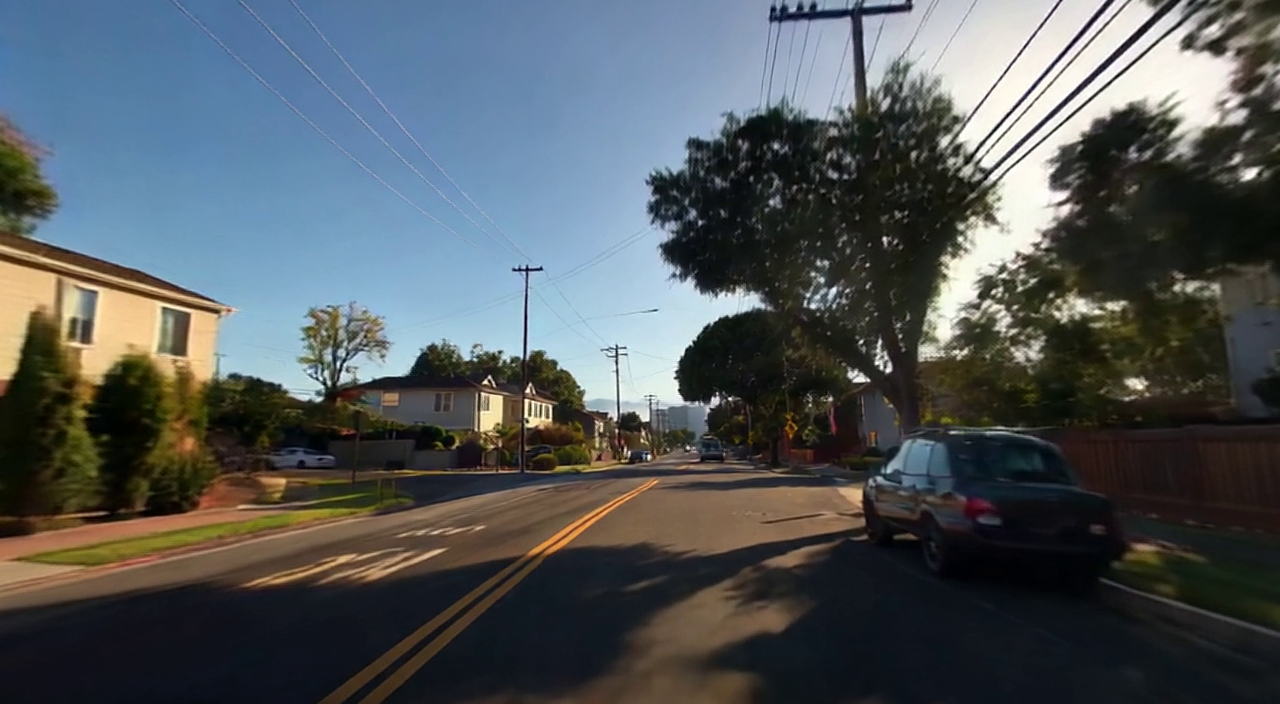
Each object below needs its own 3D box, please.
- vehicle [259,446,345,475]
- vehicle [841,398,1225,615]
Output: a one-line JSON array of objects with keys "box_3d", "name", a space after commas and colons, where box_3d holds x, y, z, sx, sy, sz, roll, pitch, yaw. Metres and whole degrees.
[{"box_3d": [-19.737, 6.340, 37.004, 3.918, 1.577, 1.972, -1, -9, 3], "name": "vehicle"}, {"box_3d": [4.106, 1.681, 7.784, 2.070, 1.847, 4.457, -1, -9, 4], "name": "vehicle"}]
